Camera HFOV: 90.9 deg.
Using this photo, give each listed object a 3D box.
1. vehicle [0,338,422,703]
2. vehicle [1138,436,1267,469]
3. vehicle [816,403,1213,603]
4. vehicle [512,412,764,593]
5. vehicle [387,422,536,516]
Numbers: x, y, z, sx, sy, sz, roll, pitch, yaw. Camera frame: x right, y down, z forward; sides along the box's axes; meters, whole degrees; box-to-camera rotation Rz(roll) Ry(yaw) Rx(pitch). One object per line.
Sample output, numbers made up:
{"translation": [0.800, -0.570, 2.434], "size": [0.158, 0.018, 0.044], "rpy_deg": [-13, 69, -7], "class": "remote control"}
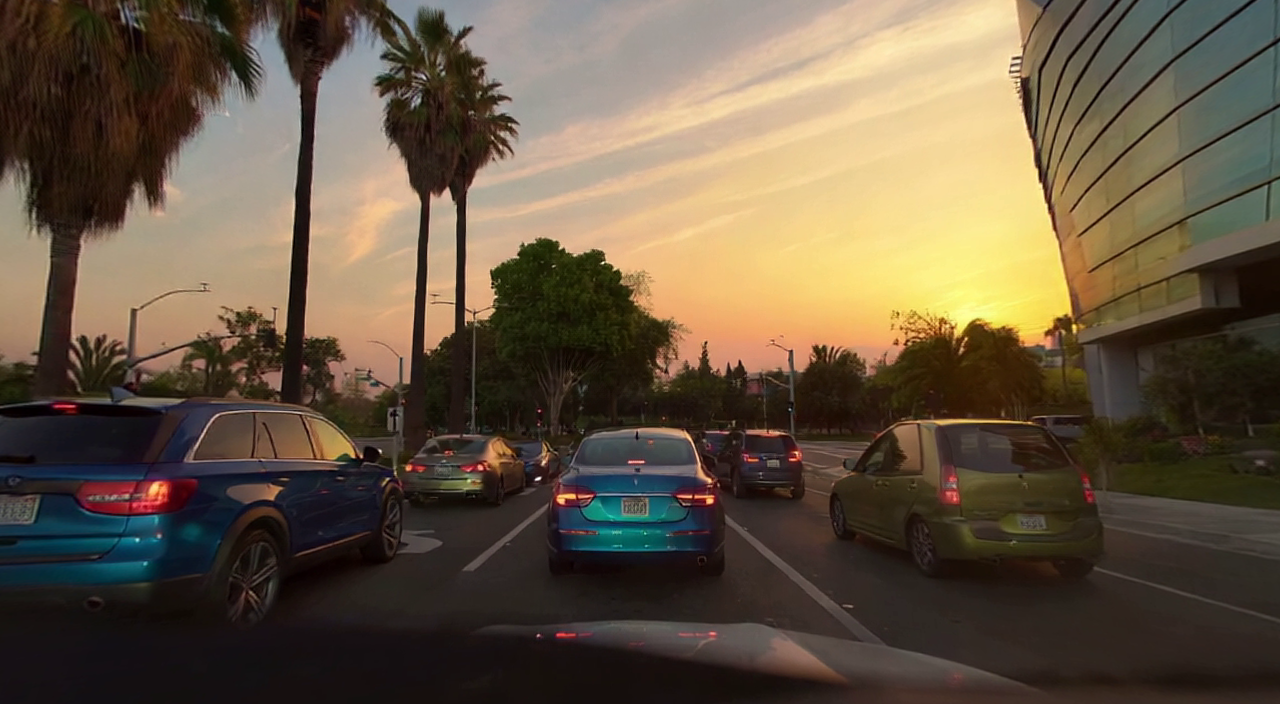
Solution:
{"translation": [-3.541, 1.133, 5.079], "size": [2.014, 1.775, 4.404], "rpy_deg": [0, -8, -1], "class": "vehicle"}
{"translation": [25.454, 4.539, 28.637], "size": [4.014, 1.417, 1.777], "rpy_deg": [-1, -8, 5], "class": "vehicle"}
{"translation": [3.836, 1.617, 7.673], "size": [2.064, 1.696, 4.431], "rpy_deg": [0, -8, 0], "class": "vehicle"}
{"translation": [-0.057, 1.653, 7.808], "size": [2.219, 1.586, 4.321], "rpy_deg": [0, -8, -1], "class": "vehicle"}
{"translation": [-3.472, 2.347, 13.067], "size": [1.917, 1.631, 3.768], "rpy_deg": [0, -8, 1], "class": "vehicle"}
